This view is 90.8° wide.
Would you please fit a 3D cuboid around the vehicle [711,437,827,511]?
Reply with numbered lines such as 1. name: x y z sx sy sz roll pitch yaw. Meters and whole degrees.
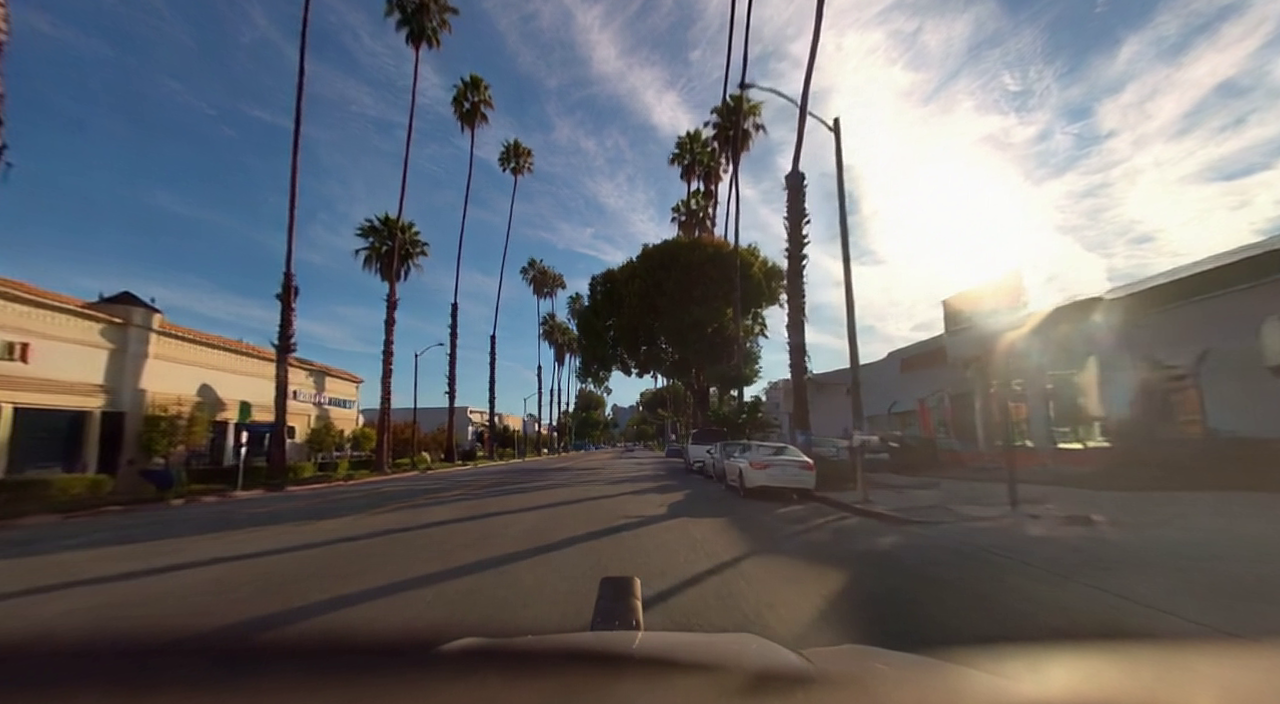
1. vehicle: 3.123 3.064 16.324 2.046 1.588 4.508 0 -9 0
